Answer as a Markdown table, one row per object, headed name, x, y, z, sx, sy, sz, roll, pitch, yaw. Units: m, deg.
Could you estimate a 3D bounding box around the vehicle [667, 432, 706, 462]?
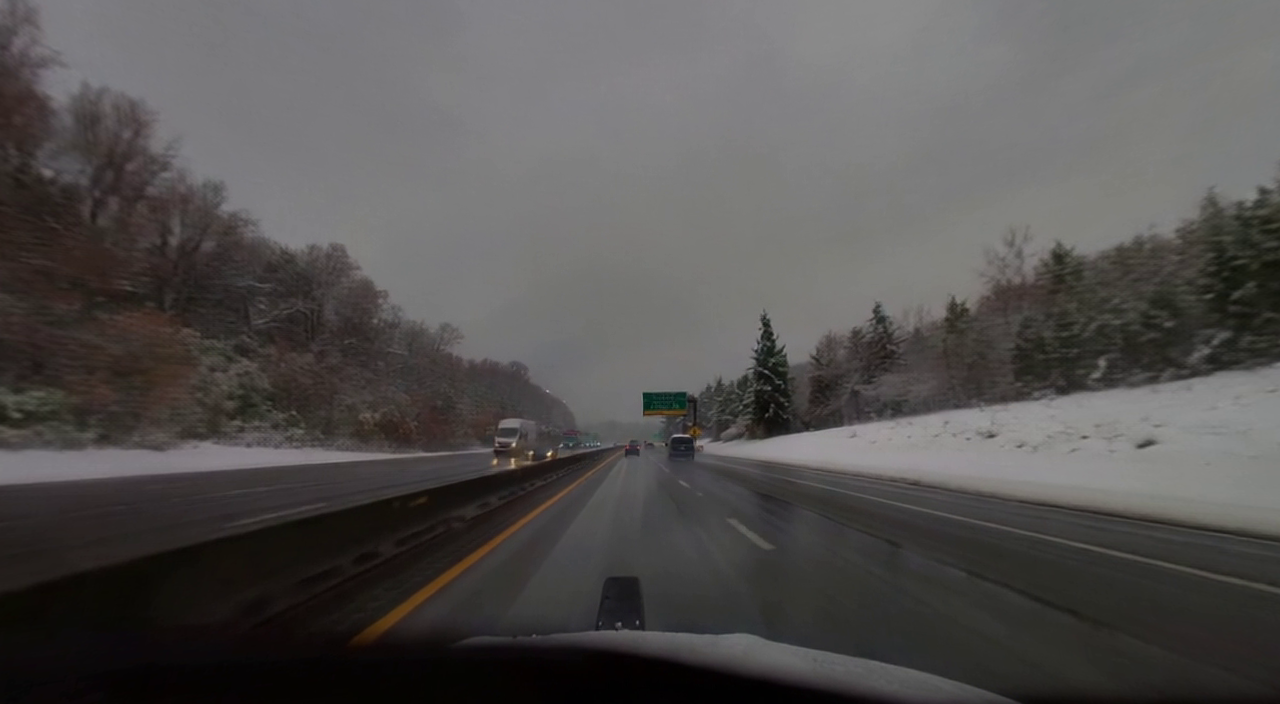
| name | x | y | z | sx | sy | sz | roll | pitch | yaw |
| --- | --- | --- | --- | --- | --- | --- | --- | --- | --- |
| vehicle | 3.370 | 7.007 | 46.360 | 2.393 | 2.072 | 4.958 | 0 | -8 | -1 |
